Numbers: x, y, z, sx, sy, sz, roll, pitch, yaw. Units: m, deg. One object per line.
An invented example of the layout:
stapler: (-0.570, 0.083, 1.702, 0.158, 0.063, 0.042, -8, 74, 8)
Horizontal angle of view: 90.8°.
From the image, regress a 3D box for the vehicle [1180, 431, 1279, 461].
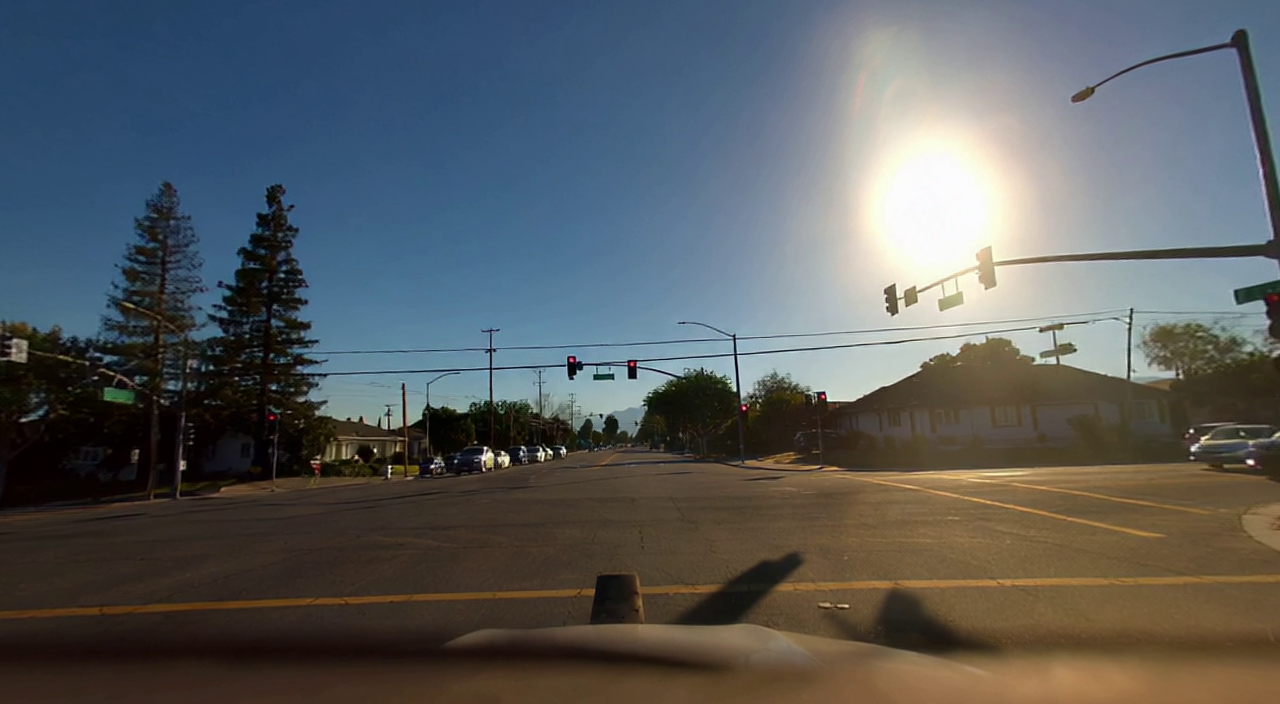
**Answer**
vehicle: (31.287, 4.892, 33.046, 4.318, 1.488, 1.870, 0, -9, -1)

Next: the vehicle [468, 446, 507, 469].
vehicle: (-10.738, 7.460, 44.755, 1.881, 1.509, 3.377, 0, -9, 1)
